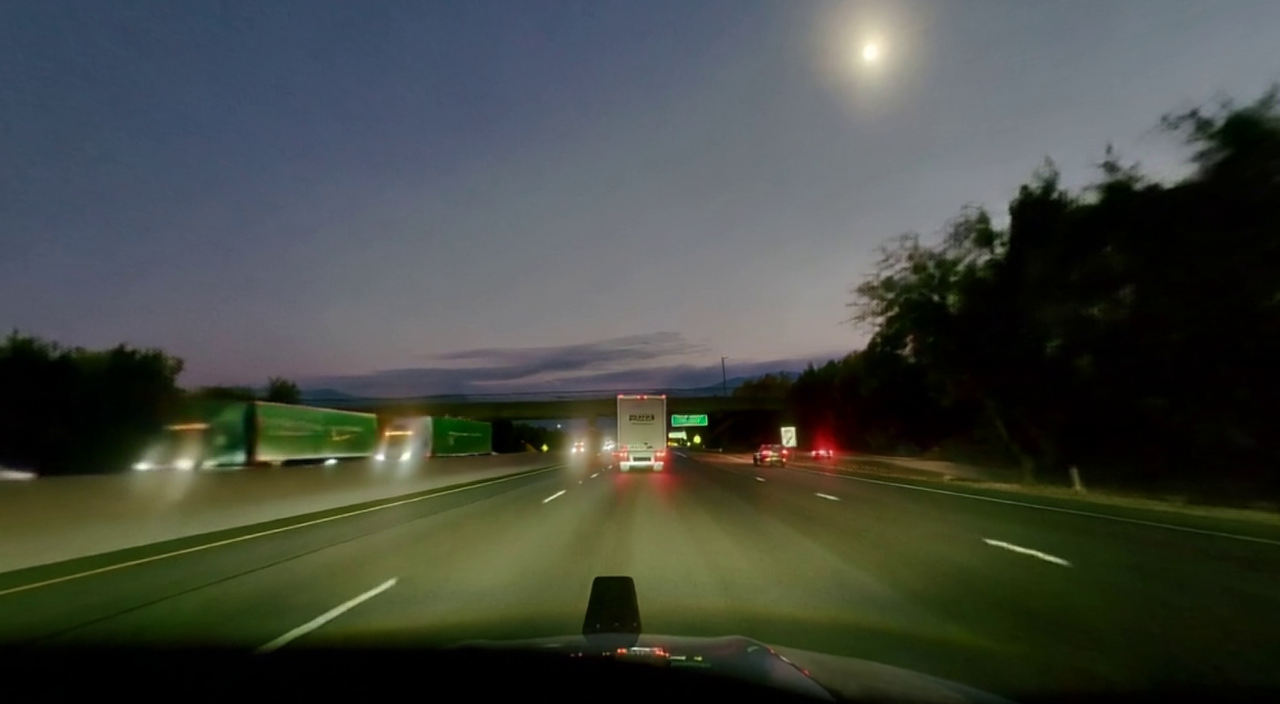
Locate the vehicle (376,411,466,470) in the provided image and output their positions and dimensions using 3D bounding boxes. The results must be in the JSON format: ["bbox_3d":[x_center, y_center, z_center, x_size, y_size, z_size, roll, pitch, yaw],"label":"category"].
[{"bbox_3d":[-15.595,6.533,45.710,2.809,3.787,9.920,0,-9,1],"label":"vehicle"}]

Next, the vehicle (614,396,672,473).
[{"bbox_3d":[0.095,5.269,39.333,3.025,4.002,12.709,0,-9,-1],"label":"vehicle"}]

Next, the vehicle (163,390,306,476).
[{"bbox_3d":[-19.927,4.122,31.438,2.956,3.854,5.923,-1,-9,1],"label":"vehicle"}]
